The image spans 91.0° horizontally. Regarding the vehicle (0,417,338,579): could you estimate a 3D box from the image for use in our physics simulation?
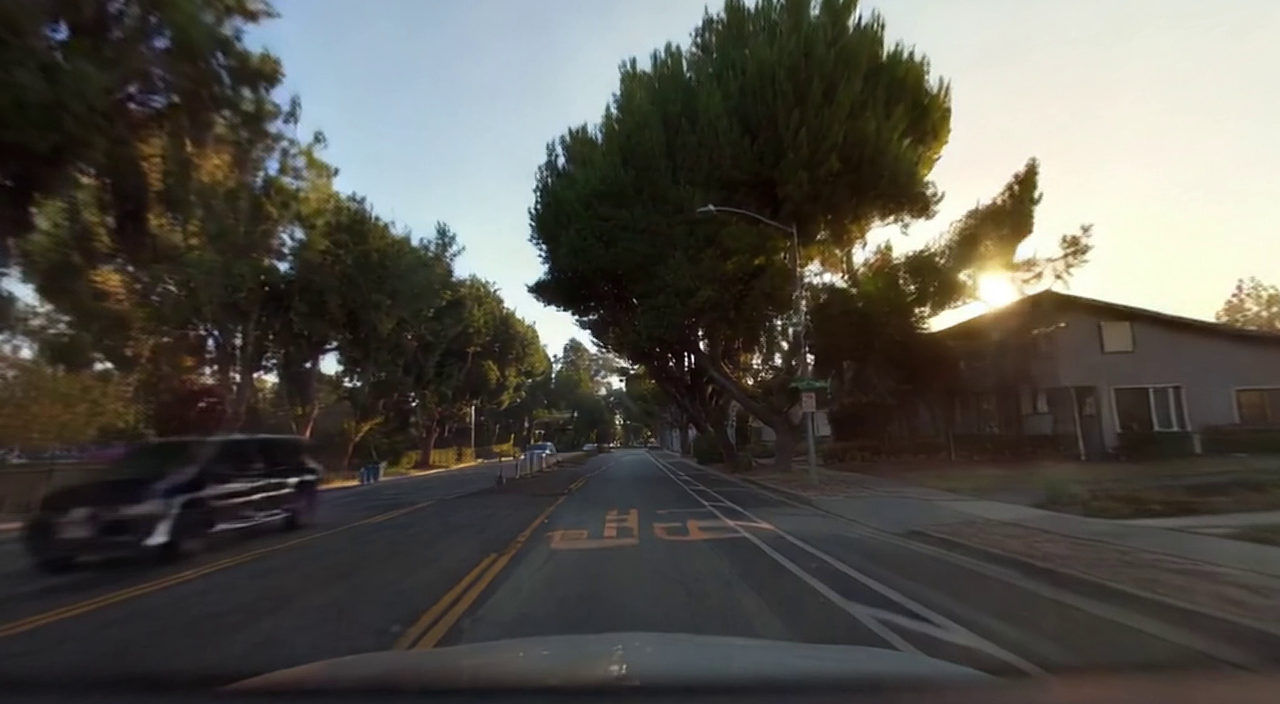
[{"bbox_3d":[-6.967,2.112,10.035,2.063,1.859,4.812,-2,-8,-2],"label":"vehicle"}]
